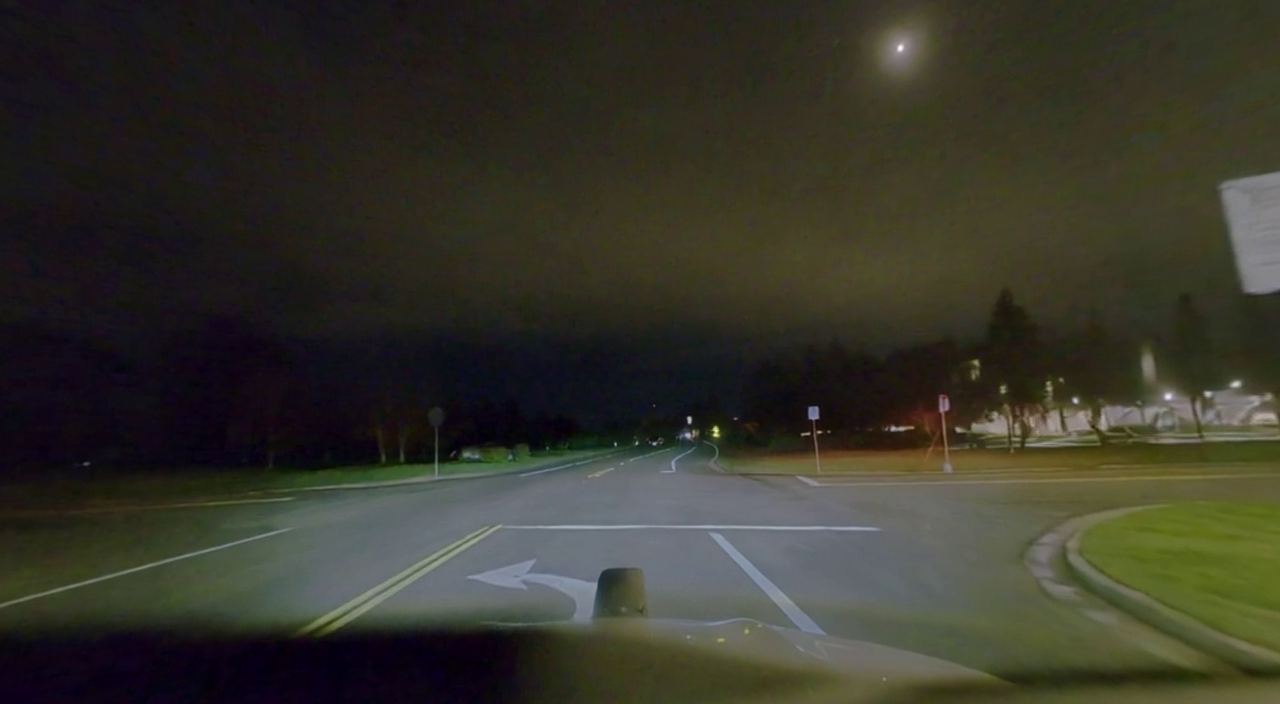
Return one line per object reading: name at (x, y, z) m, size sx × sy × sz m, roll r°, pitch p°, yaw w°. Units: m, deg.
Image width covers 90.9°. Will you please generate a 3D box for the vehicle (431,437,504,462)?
vehicle at (-12.669, 7.144, 46.418) m, size 4.702 × 1.761 × 1.978 m, roll 0°, pitch -8°, yaw 3°
